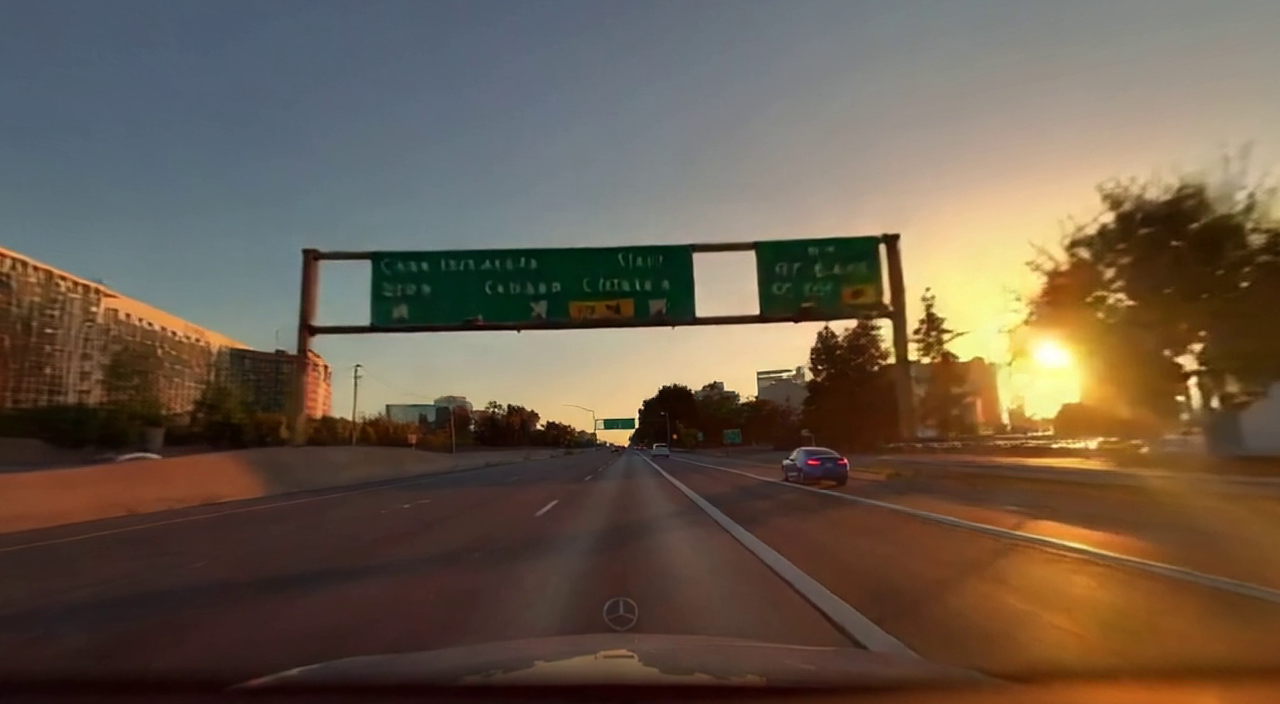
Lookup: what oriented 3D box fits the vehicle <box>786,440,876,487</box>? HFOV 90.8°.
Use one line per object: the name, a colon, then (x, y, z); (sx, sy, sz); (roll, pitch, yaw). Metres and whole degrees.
vehicle: (6.874, 4.019, 23.250); (1.958, 1.498, 4.447); (0, -8, 0)
